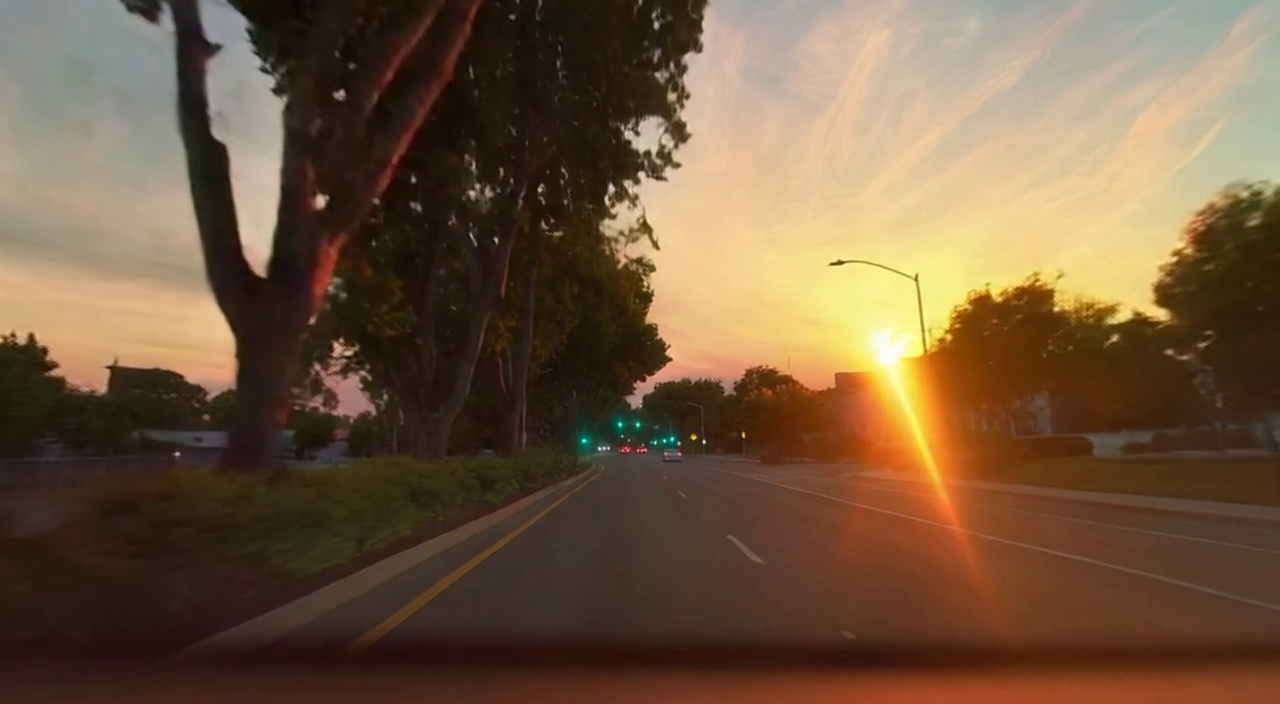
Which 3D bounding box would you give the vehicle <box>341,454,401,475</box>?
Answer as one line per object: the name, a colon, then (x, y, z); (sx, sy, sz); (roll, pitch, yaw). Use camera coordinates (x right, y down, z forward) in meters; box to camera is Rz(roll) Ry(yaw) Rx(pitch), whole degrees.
vehicle: (-19.098, 7.985, 45.005); (2.637, 1.401, 3.741); (1, -9, 0)
